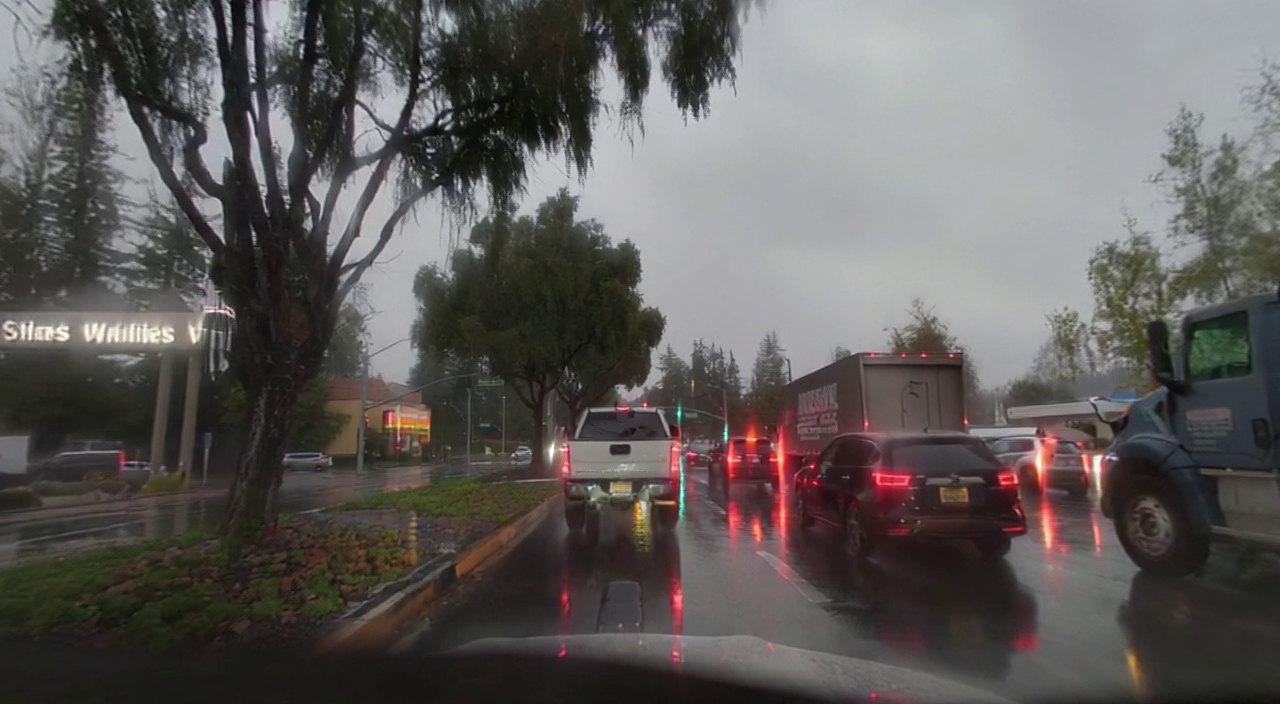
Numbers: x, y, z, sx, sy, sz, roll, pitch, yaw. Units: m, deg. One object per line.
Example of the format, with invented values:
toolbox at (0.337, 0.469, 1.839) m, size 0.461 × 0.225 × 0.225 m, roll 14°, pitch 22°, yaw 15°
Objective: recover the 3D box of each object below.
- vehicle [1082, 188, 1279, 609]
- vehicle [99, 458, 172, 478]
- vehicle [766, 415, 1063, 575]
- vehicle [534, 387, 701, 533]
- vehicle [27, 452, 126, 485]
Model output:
vehicle at (6.521, 0.116, 3.377) m, size 2.802 × 3.322 × 7.429 m, roll 0°, pitch -9°, yaw 0°
vehicle at (-38.193, 8.784, 47.852) m, size 4.150 × 1.474 × 1.826 m, roll -1°, pitch -9°, yaw 7°
vehicle at (3.263, 1.810, 8.904) m, size 1.905 × 1.587 × 4.998 m, roll 0°, pitch -9°, yaw 0°
vehicle at (-0.370, 2.005, 12.131) m, size 2.499 × 2.183 × 5.111 m, roll 0°, pitch -9°, yaw -1°
vehicle at (-28.577, 5.888, 32.196) m, size 1.730 × 1.534 × 3.922 m, roll 1°, pitch -9°, yaw -7°
